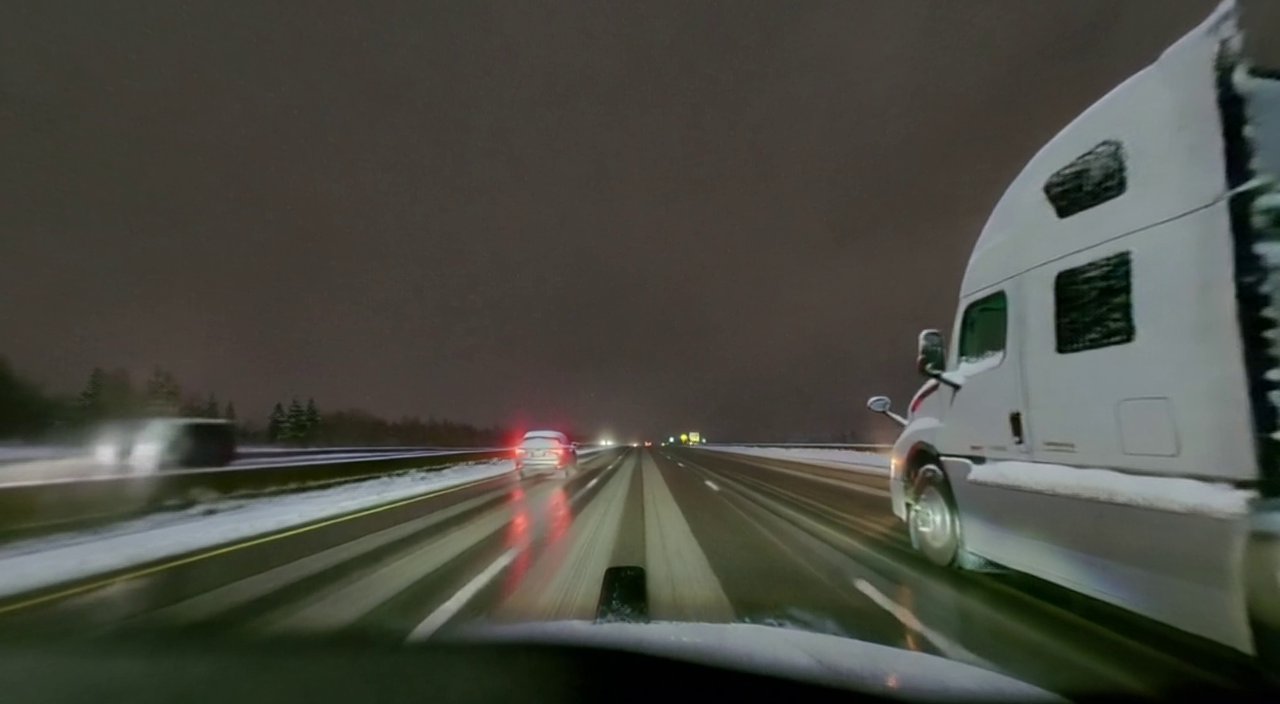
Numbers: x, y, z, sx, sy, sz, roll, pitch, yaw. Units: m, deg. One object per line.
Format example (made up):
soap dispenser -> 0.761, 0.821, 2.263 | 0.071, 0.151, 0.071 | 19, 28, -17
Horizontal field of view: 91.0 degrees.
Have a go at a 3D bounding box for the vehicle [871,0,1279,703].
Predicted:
vehicle -> 3.881, -0.254, 3.480 | 3.037, 4.014, 6.276 | 1, -7, 3

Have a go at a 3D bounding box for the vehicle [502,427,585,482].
vehicle -> -3.234, 3.565, 22.139 | 2.189, 1.707, 4.692 | 0, -8, 0
